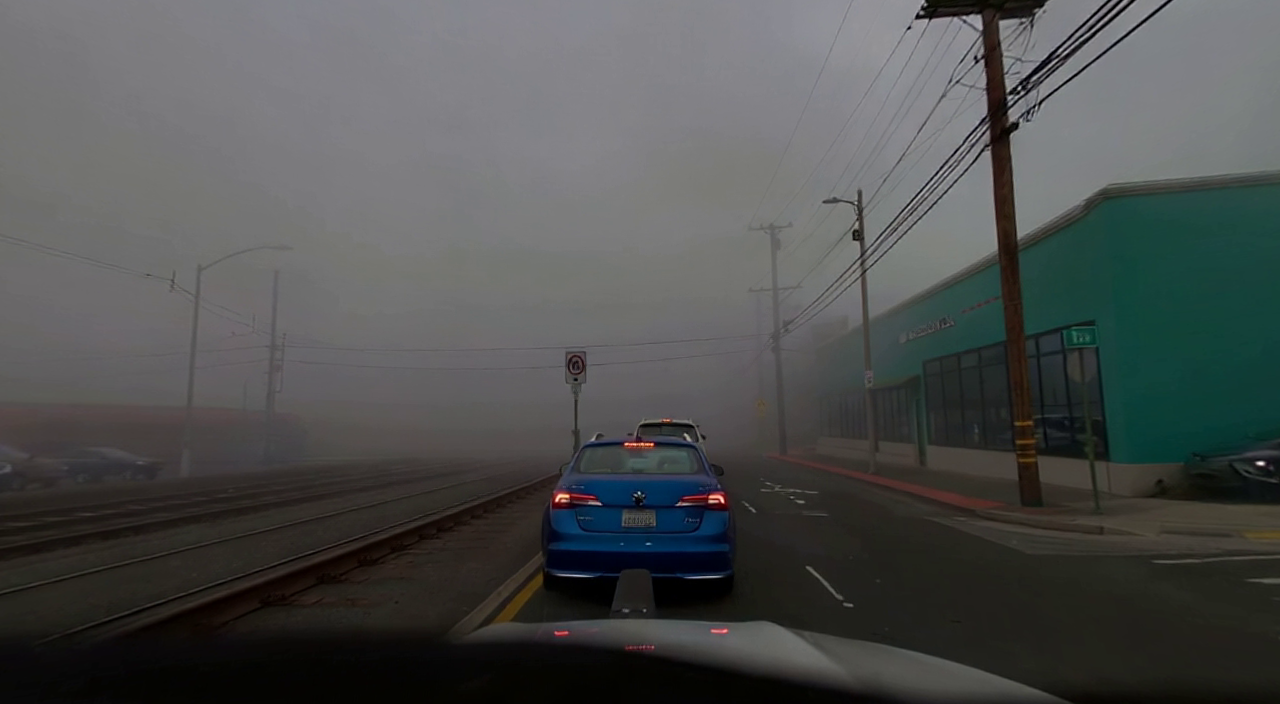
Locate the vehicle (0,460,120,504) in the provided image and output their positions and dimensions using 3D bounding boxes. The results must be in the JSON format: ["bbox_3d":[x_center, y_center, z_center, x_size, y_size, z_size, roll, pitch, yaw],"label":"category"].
[{"bbox_3d":[-21.921,4.676,22.851,4.566,1.453,1.935,-1,-9,5],"label":"vehicle"}]

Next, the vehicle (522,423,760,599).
[{"bbox_3d":[0.090,1.703,7.617,2.090,1.518,4.033,-1,-9,3],"label":"vehicle"}]
